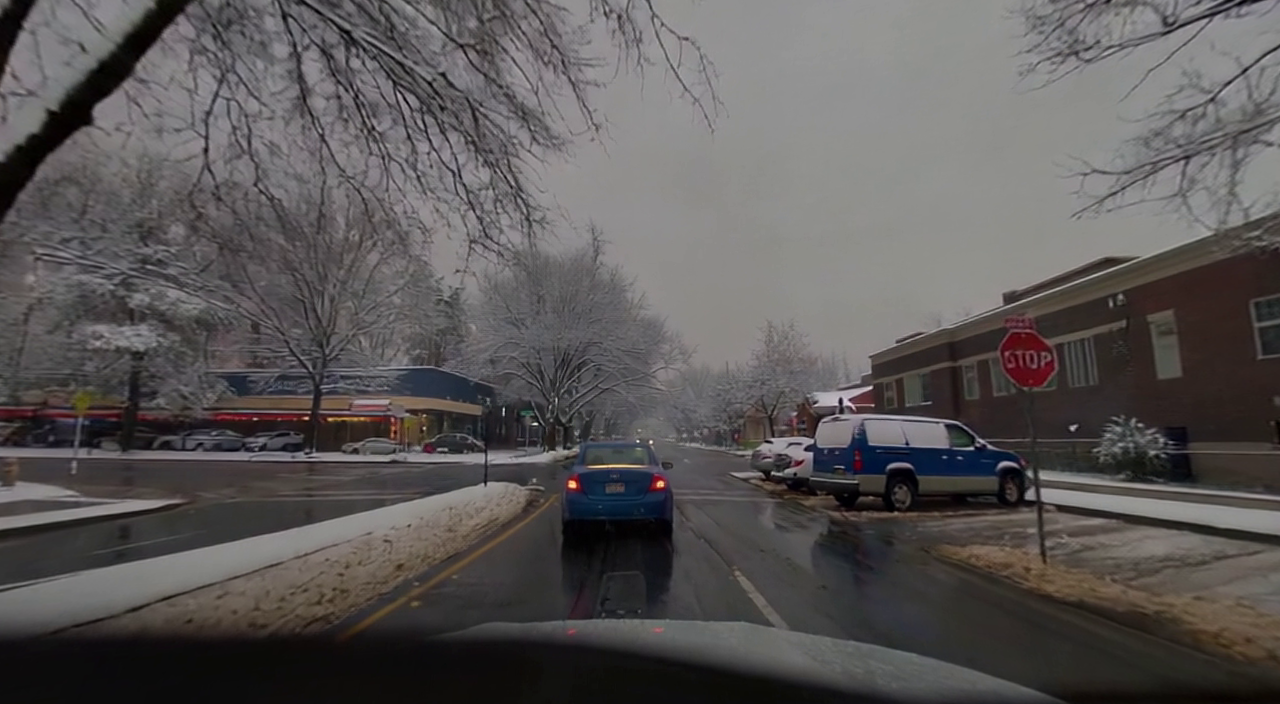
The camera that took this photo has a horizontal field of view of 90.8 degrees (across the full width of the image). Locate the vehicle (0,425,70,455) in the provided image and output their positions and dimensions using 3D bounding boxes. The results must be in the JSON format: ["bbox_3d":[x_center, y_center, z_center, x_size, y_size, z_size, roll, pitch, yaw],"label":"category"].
[{"bbox_3d":[-32.033,4.477,32.086,4.006,1.491,2.007,1,-9,-5],"label":"vehicle"}]

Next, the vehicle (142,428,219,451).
[{"bbox_3d":[-32.051,6.106,44.151,3.915,1.574,1.850,0,-9,2],"label":"vehicle"}]

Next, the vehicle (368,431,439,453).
[{"bbox_3d":[-18.610,7.133,49.911,4.892,1.679,1.927,1,-9,-7],"label":"vehicle"}]

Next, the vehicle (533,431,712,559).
[{"bbox_3d":[-0.268,1.987,9.606,2.065,1.450,4.522,0,-8,-2],"label":"vehicle"}]

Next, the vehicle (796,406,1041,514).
[{"bbox_3d":[6.547,2.470,14.816,5.385,2.146,2.143,4,-9,-26],"label":"vehicle"}]
